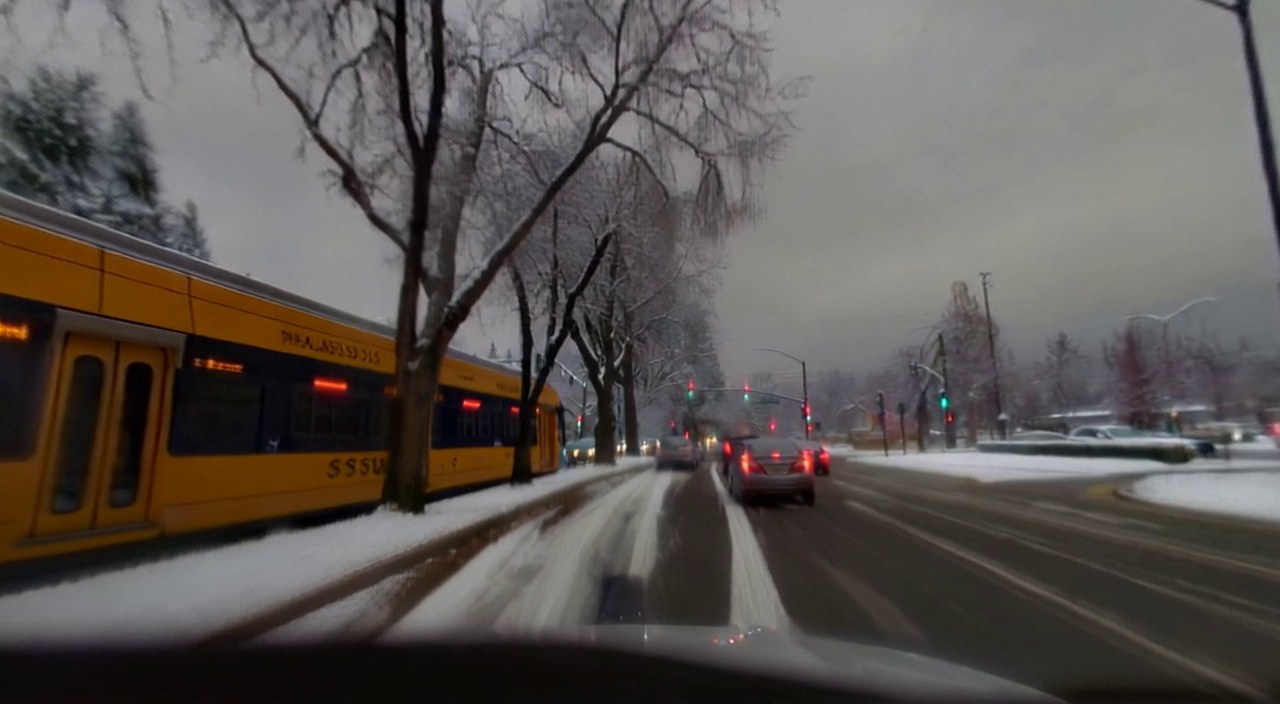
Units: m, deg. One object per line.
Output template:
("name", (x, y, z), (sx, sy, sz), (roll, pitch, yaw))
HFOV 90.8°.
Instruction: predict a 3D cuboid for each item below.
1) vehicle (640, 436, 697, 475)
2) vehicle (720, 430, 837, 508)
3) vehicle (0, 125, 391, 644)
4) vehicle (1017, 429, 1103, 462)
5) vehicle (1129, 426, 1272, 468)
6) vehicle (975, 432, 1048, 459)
("vehicle", (1.249, 4.234, 26.143), (2.118, 1.478, 4.076), (-1, -8, 6))
("vehicle", (2.915, 2.562, 14.295), (2.002, 1.471, 4.337), (-1, -8, 5))
("vehicle", (-6.166, 0.089, 3.443), (2.897, 3.700, 13.528), (-1, -7, 6))
("vehicle", (20.798, 4.642, 31.471), (1.831, 1.545, 3.872), (-1, -8, 5))
("vehicle", (22.422, 3.801, 25.574), (1.825, 1.462, 4.764), (-3, -8, 7))
("vehicle", (21.290, 5.383, 36.436), (1.796, 1.434, 4.504), (-1, -8, 5))
